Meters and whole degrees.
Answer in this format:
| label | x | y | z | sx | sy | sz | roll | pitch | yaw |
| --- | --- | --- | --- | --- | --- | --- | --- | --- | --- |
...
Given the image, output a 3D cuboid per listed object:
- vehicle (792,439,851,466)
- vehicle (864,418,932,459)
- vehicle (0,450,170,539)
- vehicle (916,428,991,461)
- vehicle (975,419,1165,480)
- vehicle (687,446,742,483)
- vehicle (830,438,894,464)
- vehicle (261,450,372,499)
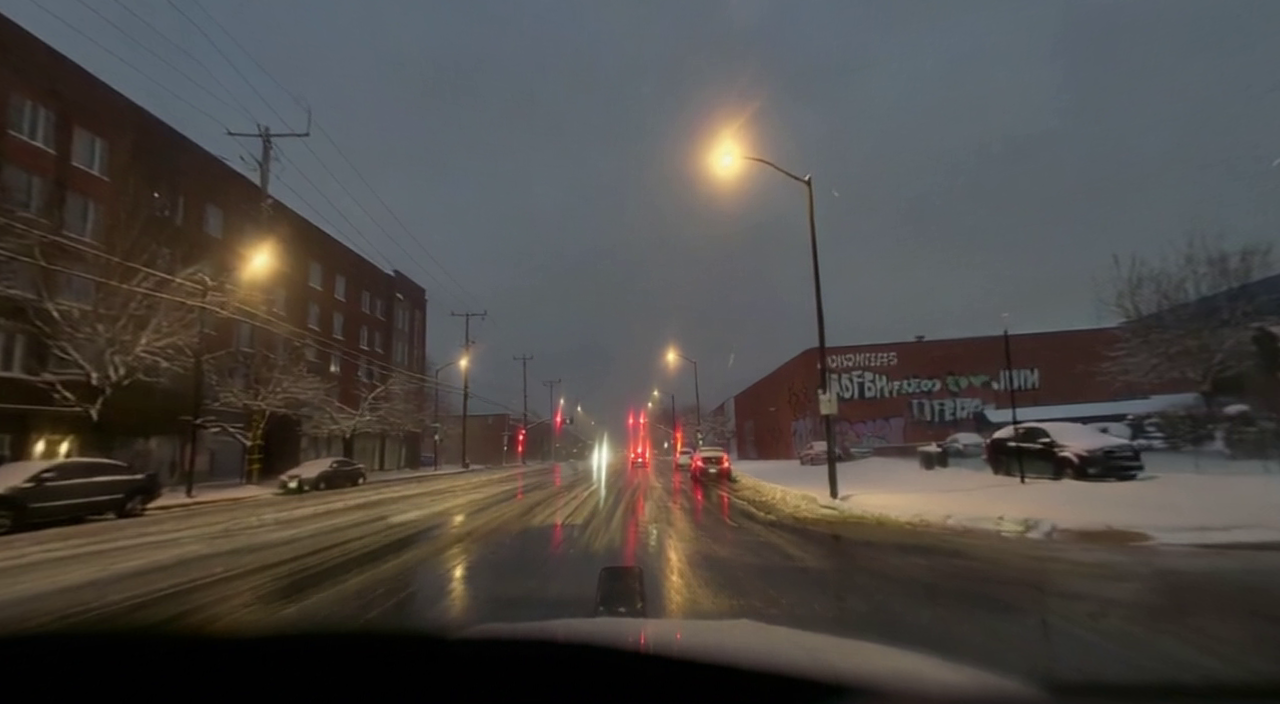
| label | x | y | z | sx | sy | sz | roll | pitch | yaw |
| --- | --- | --- | --- | --- | --- | --- | --- | --- | --- |
| vehicle | 11.002 | 6.095 | 38.432 | 1.956 | 1.514 | 4.862 | 1 | -8 | -3 |
| vehicle | 15.692 | 5.320 | 38.488 | 1.969 | 2.282 | 4.731 | 1 | -8 | -2 |
| vehicle | -15.241 | 3.488 | 15.914 | 2.107 | 1.914 | 5.567 | 0 | -8 | 3 |
| vehicle | 18.289 | 5.460 | 36.866 | 2.002 | 1.731 | 4.413 | -2 | -9 | -1 |
| vehicle | 12.466 | 2.838 | 18.478 | 4.312 | 1.578 | 2.006 | -5 | -10 | 34 |
| vehicle | 3.366 | 5.140 | 29.076 | 2.062 | 1.535 | 4.206 | 0 | -8 | 0 |
| vehicle | 13.355 | 5.978 | 38.073 | 1.819 | 1.450 | 4.707 | 1 | -8 | -4 |
| vehicle | -15.230 | 5.757 | 30.049 | 2.048 | 1.814 | 5.998 | -6 | -8 | 1 |
